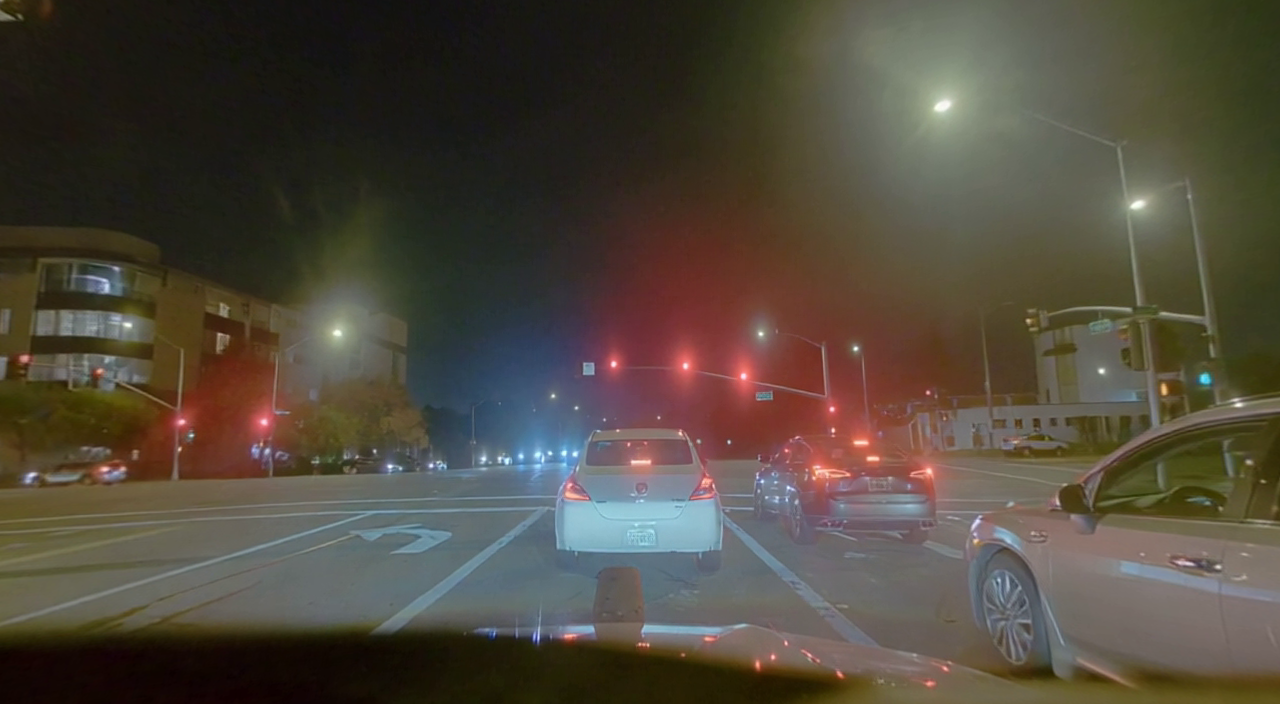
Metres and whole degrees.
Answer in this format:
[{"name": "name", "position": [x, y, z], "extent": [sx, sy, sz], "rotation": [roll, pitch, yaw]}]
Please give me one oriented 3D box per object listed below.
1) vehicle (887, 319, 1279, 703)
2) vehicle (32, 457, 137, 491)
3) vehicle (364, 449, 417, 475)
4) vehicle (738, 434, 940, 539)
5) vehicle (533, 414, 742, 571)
[{"name": "vehicle", "position": [2.995, 0.869, 2.657], "extent": [2.103, 1.701, 4.294], "rotation": [0, -8, -1]}, {"name": "vehicle", "position": [-32.332, 7.099, 36.835], "extent": [4.448, 1.837, 2.021], "rotation": [-1, -9, 7]}, {"name": "vehicle", "position": [-18.728, 8.256, 47.662], "extent": [2.026, 1.836, 4.726], "rotation": [0, -8, 0]}, {"name": "vehicle", "position": [3.152, 2.219, 11.141], "extent": [2.001, 1.463, 4.398], "rotation": [0, -8, -2]}, {"name": "vehicle", "position": [-0.075, 1.779, 8.734], "extent": [2.188, 1.637, 4.027], "rotation": [0, -8, -1]}]
